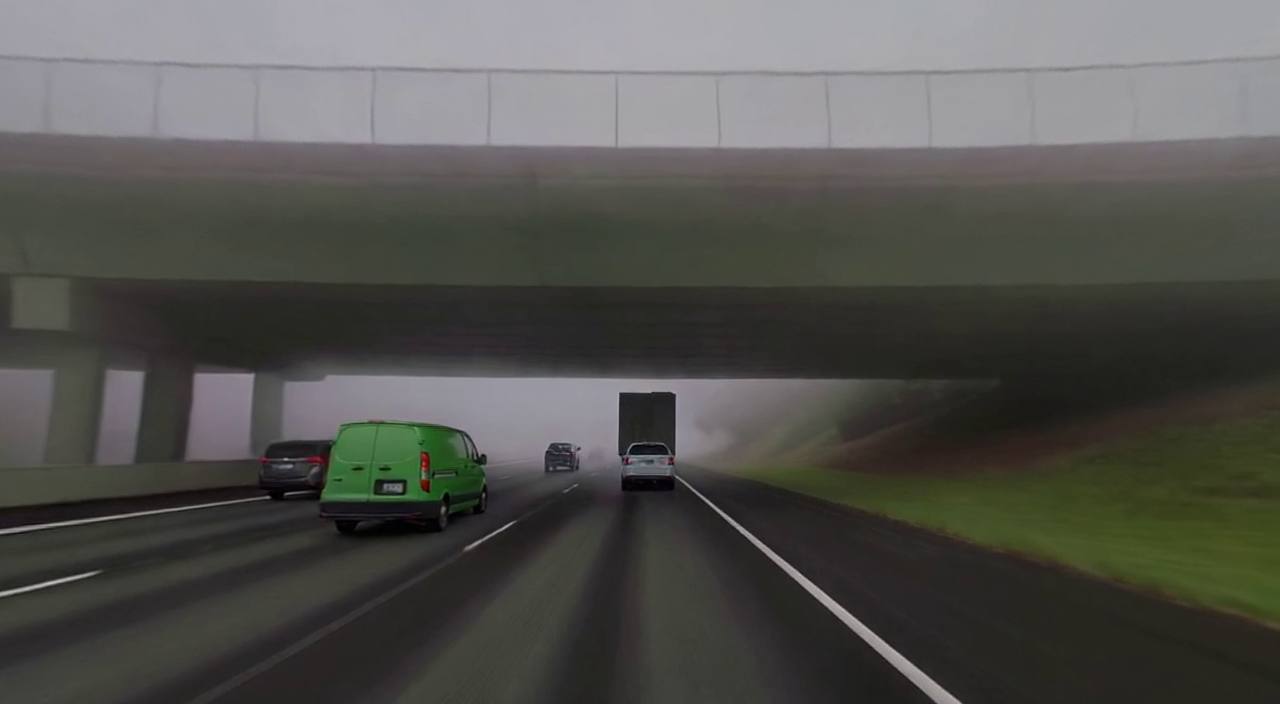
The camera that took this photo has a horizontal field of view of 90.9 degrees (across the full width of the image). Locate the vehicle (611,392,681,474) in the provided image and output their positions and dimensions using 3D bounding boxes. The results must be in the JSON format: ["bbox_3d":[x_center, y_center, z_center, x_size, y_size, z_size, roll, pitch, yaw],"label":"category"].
[{"bbox_3d":[0.494,5.250,38.924,3.289,3.822,18.653,0,-9,1],"label":"vehicle"}]

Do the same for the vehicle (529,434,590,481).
[{"bbox_3d":[-3.416,4.599,27.651,2.068,1.862,4.234,0,-9,1],"label":"vehicle"}]

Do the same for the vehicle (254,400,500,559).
[{"bbox_3d":[-3.591,1.830,9.583,1.951,1.882,3.979,0,-9,1],"label":"vehicle"}]

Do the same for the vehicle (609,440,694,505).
[{"bbox_3d":[0.246,3.089,16.520,1.991,1.507,3.391,0,-9,-1],"label":"vehicle"}]
